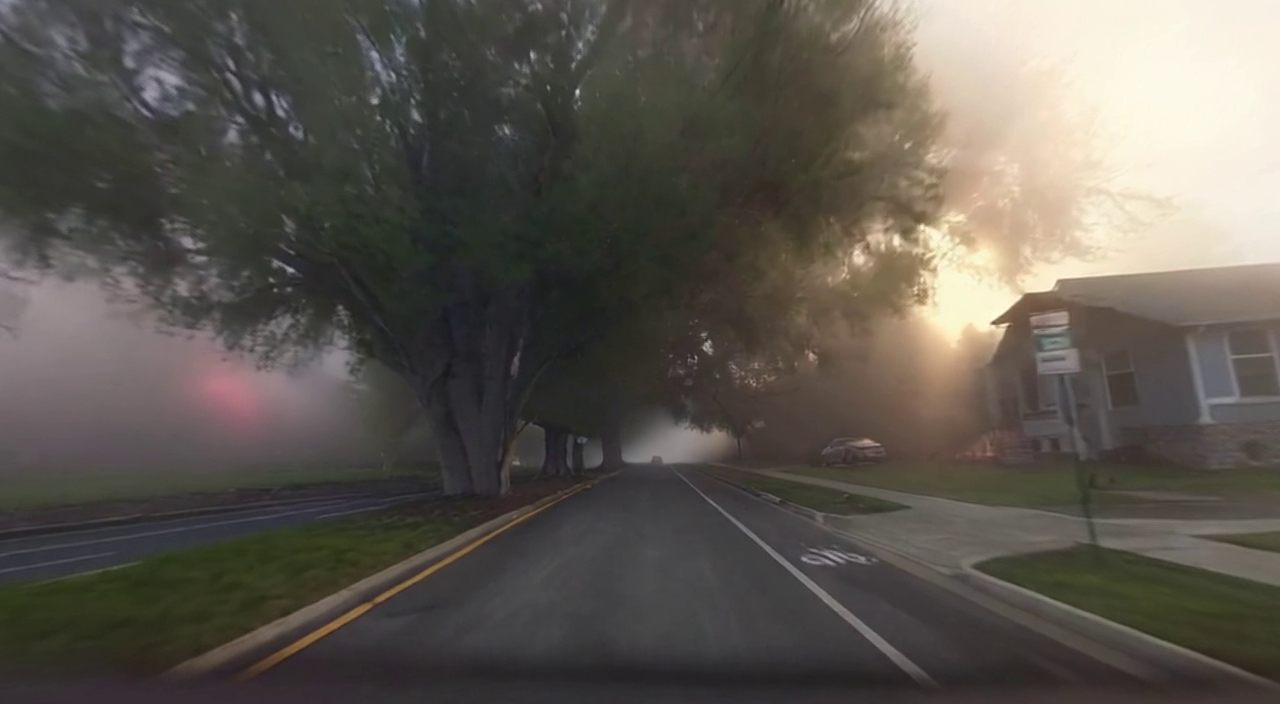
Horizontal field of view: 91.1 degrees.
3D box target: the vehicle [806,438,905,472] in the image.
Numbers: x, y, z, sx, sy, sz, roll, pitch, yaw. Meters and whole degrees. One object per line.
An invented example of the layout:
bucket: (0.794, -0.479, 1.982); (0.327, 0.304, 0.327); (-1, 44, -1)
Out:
vehicle: (12.213, 5.863, 35.851); (4.807, 1.865, 2.160); (0, -8, 1)
